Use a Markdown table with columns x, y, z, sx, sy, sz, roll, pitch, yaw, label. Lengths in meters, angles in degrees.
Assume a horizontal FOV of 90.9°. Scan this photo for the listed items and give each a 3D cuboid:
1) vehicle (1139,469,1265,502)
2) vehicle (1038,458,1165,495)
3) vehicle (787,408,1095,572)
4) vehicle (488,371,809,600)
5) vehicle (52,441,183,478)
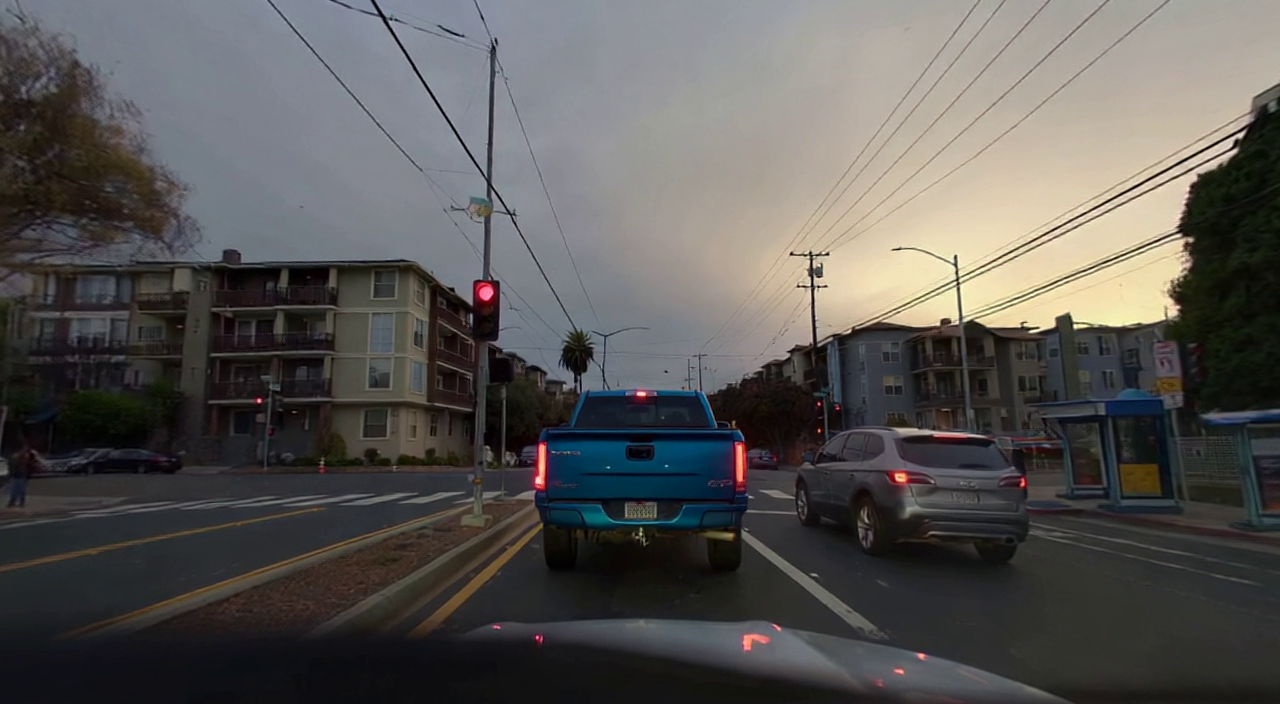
| x | y | z | sx | sy | sz | roll | pitch | yaw | label |
| --- | --- | --- | --- | --- | --- | --- | --- | --- | --- |
| 26.396 | 6.266 | 29.699 | 4.071 | 1.388 | 1.884 | 0 | -8 | 1 | vehicle |
| 21.785 | 5.864 | 29.884 | 4.498 | 1.618 | 1.843 | 0 | -8 | 0 | vehicle |
| 3.835 | 1.853 | 9.288 | 2.131 | 1.759 | 4.762 | 0 | -8 | 0 | vehicle |
| 0.103 | 1.512 | 8.022 | 2.738 | 1.959 | 5.070 | 0 | -8 | 1 | vehicle |
| -24.858 | 5.115 | 30.108 | 4.563 | 1.692 | 1.778 | 0 | -8 | -2 | vehicle |
